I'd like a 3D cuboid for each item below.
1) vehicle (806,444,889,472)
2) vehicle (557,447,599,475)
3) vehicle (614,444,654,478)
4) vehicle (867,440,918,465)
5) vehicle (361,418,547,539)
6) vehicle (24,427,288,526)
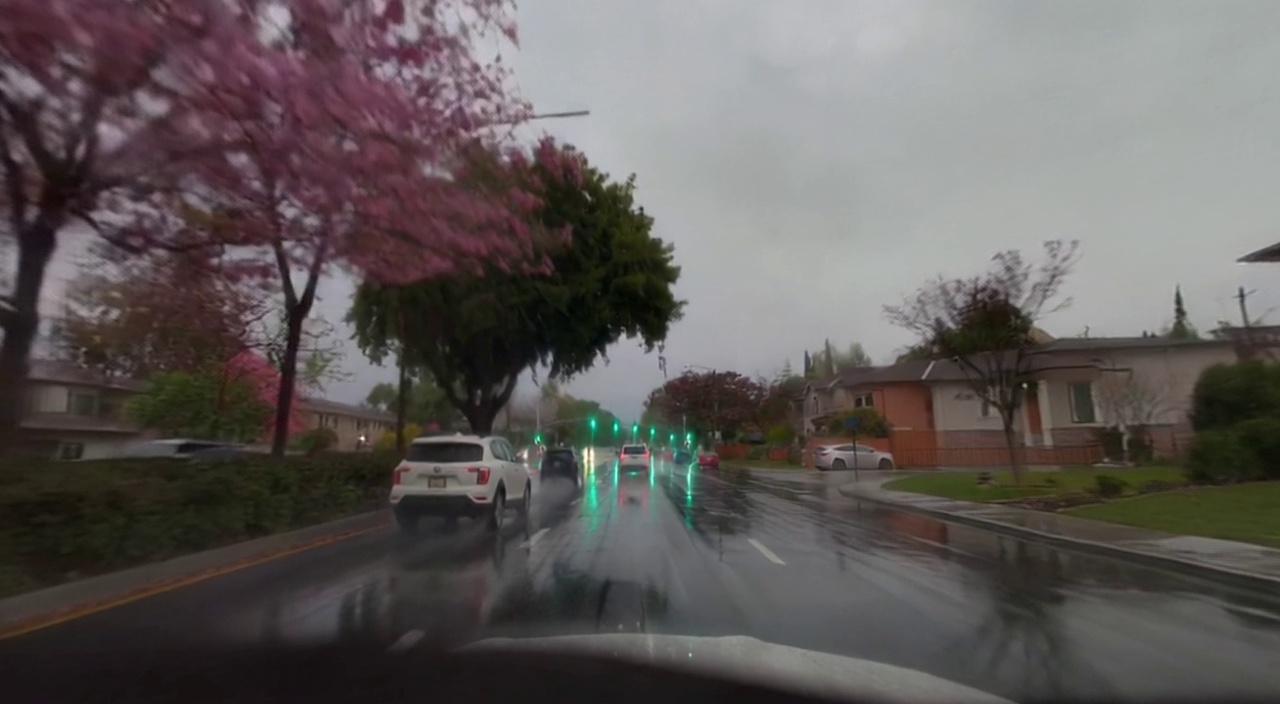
[{"bbox_3d":[12.617,6.482,38.738,4.482,1.678,1.890,-1,-8,7],"label":"vehicle"},{"bbox_3d":[-3.616,6.439,37.559,2.066,1.565,3.905,0,-8,0],"label":"vehicle"},{"bbox_3d":[-0.319,5.671,33.081,1.997,1.636,3.760,0,-8,-1],"label":"vehicle"},{"bbox_3d":[18.876,7.476,47.322,1.828,1.782,3.871,1,-8,-7],"label":"vehicle"},{"bbox_3d":[-3.362,2.398,12.686,2.161,1.919,4.798,-1,-8,1],"label":"vehicle"},{"bbox_3d":[-11.352,2.918,15.588,2.152,1.958,5.490,0,-8,0],"label":"vehicle"}]
